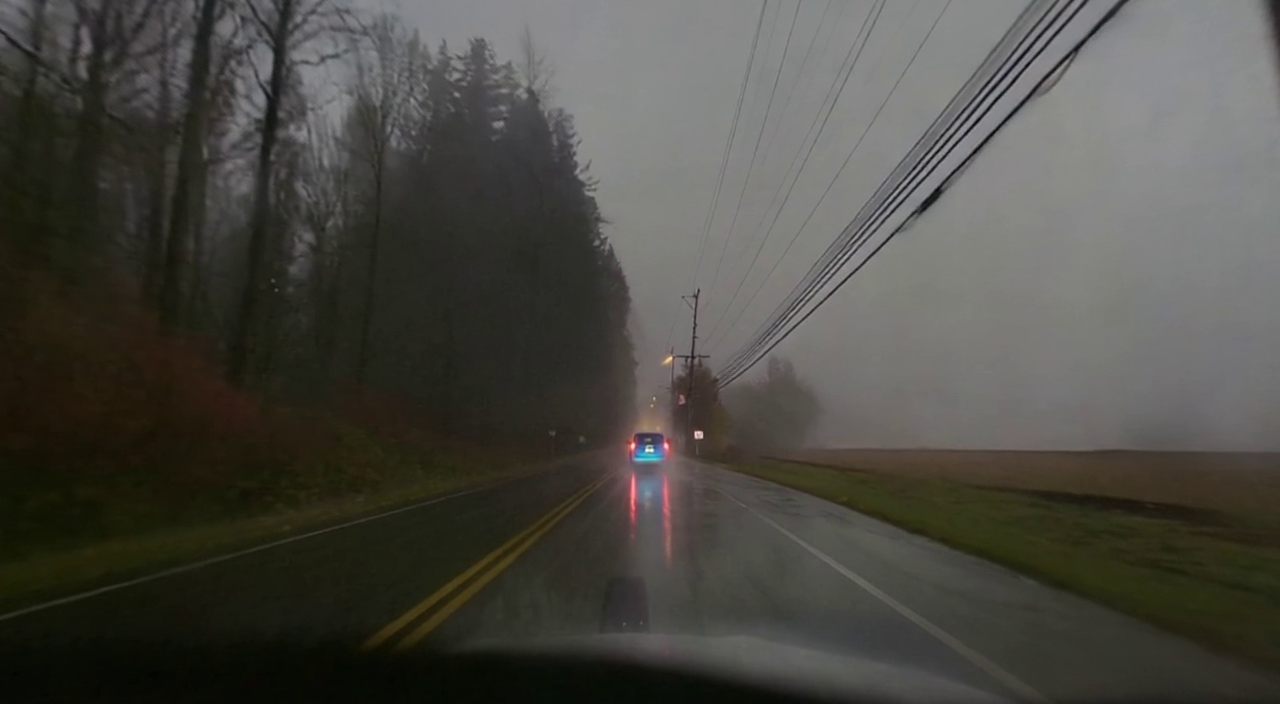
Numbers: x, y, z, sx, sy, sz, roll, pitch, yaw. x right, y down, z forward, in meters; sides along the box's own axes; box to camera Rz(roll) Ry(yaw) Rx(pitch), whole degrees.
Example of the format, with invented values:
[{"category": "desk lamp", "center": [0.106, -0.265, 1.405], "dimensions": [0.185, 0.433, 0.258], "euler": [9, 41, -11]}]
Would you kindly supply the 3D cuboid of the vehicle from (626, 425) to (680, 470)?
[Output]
[{"category": "vehicle", "center": [0.611, 4.683, 30.958], "dimensions": [2.468, 2.056, 4.422], "euler": [0, -8, 1]}]
